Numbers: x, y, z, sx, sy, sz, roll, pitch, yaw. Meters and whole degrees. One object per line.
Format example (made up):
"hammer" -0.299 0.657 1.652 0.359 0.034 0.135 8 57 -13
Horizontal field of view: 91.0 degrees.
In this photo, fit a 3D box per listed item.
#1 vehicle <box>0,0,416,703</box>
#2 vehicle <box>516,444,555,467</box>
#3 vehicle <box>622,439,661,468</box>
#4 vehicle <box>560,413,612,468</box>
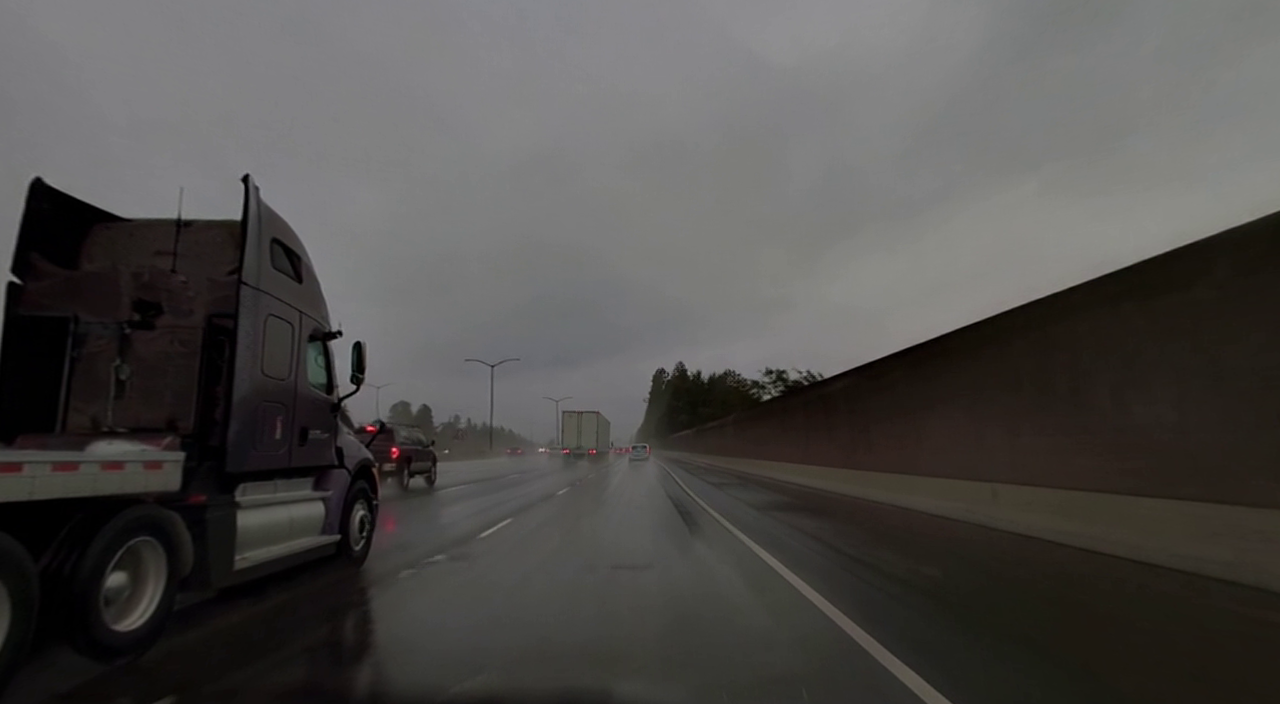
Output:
"vehicle" -3.662 -0.047 1.035 3.025 3.266 9.256 0 -9 1
"vehicle" -7.216 7.151 43.809 1.962 1.489 4.002 0 -9 1
"vehicle" 0.115 6.081 37.756 2.178 1.640 4.071 0 -9 1
"vehicle" -3.555 6.178 43.682 2.956 3.331 9.575 0 -9 -1
